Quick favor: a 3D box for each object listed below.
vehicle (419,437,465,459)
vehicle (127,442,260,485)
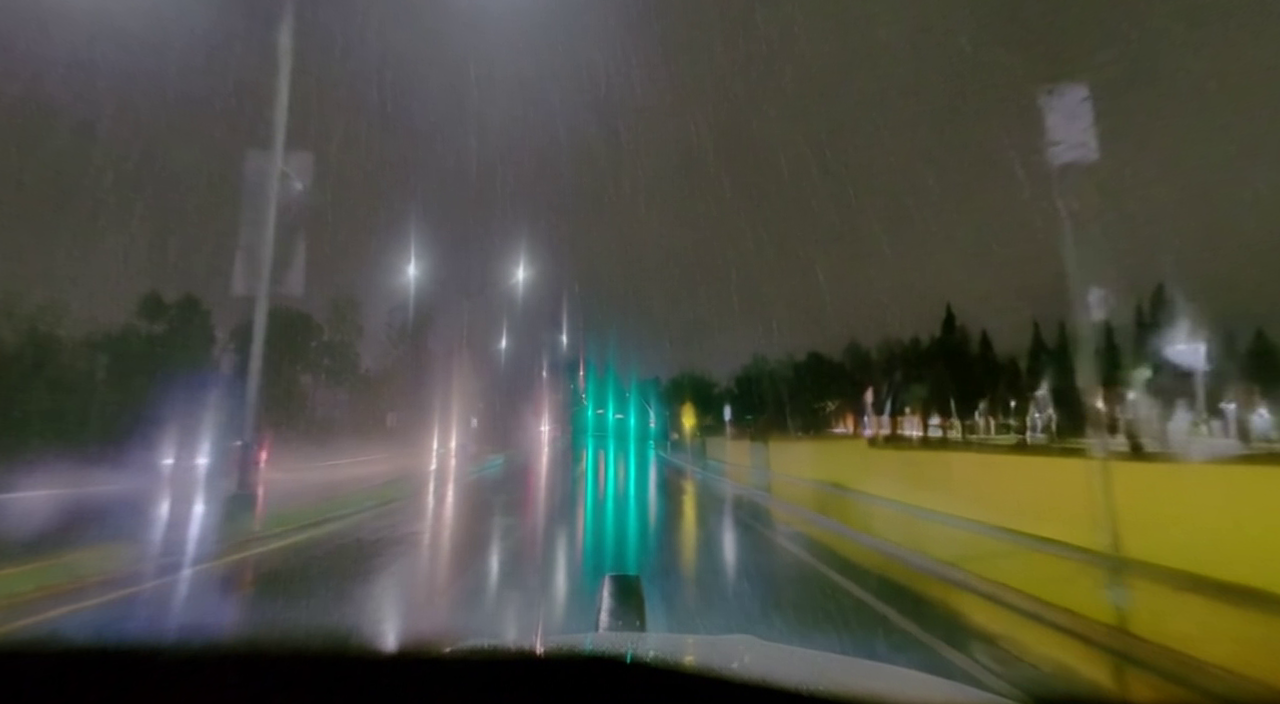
[{"bbox_3d":[-14.683,7.171,47.188,1.969,1.563,4.648,0,-9,-1],"label":"vehicle"},{"bbox_3d":[-17.559,4.402,25.204,1.892,1.521,4.641,0,-9,0],"label":"vehicle"}]
